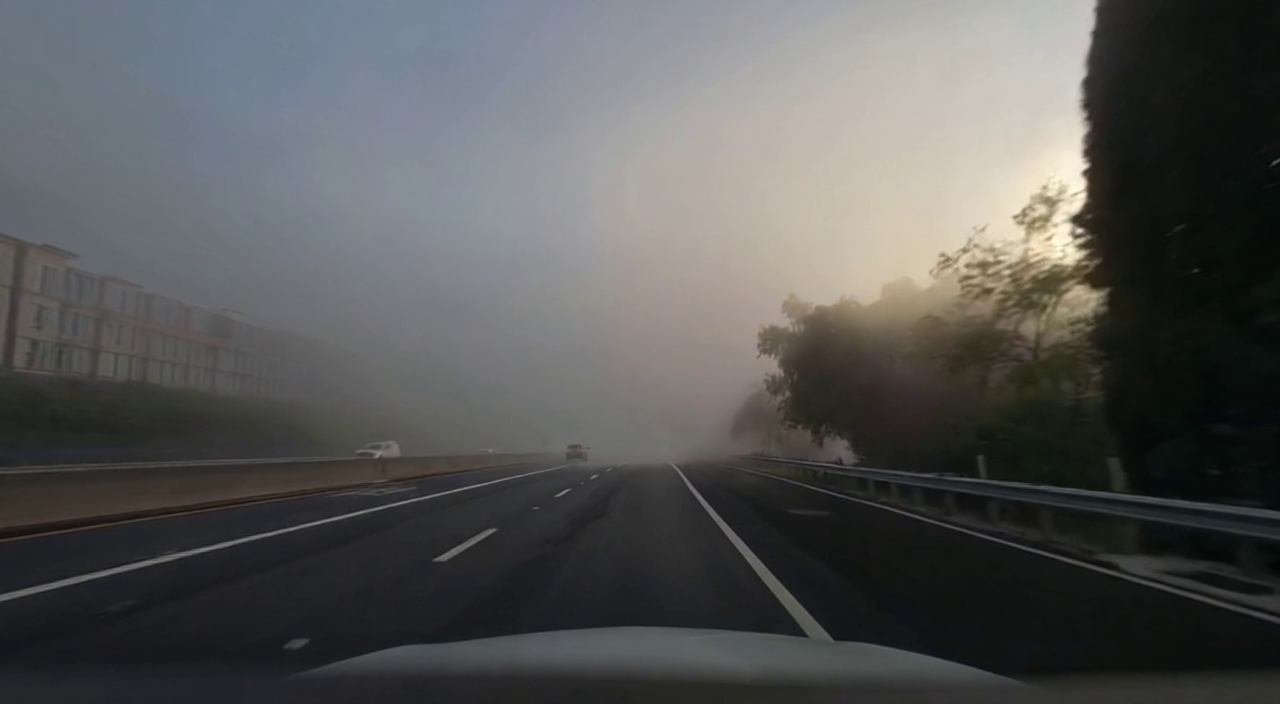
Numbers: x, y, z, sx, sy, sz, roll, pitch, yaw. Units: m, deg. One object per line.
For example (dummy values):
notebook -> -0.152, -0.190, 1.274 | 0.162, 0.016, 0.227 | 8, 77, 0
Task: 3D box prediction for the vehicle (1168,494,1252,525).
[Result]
vehicle -> 42.378, 11.668, 46.722 | 4.192, 1.670, 2.096 | -3, -5, -4
